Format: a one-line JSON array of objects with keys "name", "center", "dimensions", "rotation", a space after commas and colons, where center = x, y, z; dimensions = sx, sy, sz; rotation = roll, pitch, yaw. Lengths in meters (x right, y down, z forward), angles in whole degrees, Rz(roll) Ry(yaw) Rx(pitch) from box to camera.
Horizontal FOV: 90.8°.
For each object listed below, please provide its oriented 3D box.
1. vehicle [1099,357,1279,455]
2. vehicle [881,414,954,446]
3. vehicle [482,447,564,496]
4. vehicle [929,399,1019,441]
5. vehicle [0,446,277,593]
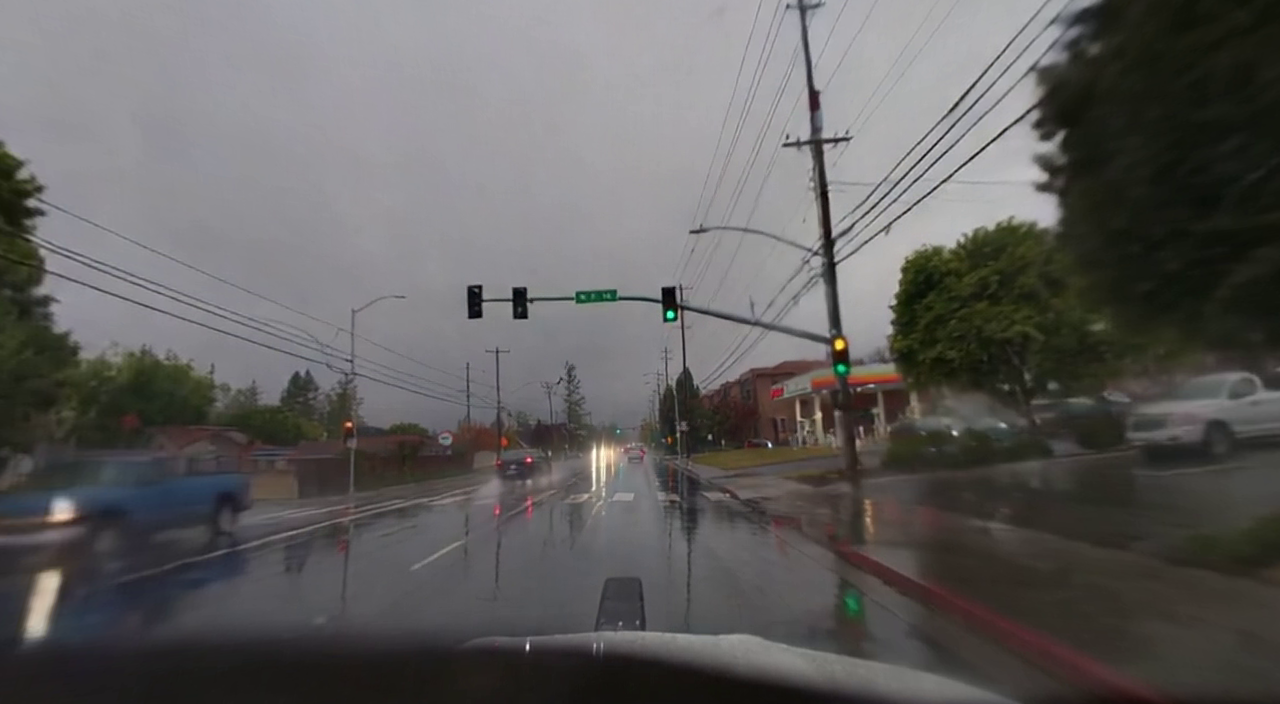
[{"name": "vehicle", "center": [13.923, 1.269, 14.162], "dimensions": [5.266, 2.021, 2.329], "rotation": [-1, -8, 4]}, {"name": "vehicle", "center": [14.375, 4.105, 33.009], "dimensions": [1.835, 1.549, 4.178], "rotation": [0, -8, -1]}, {"name": "vehicle", "center": [-3.836, 3.969, 21.483], "dimensions": [1.943, 1.455, 4.414], "rotation": [0, -8, 0]}, {"name": "vehicle", "center": [17.441, 3.664, 33.298], "dimensions": [2.014, 2.048, 4.717], "rotation": [0, -8, -1]}, {"name": "vehicle", "center": [-7.921, 2.369, 9.916], "dimensions": [1.956, 1.751, 4.354], "rotation": [0, -8, -2]}]
